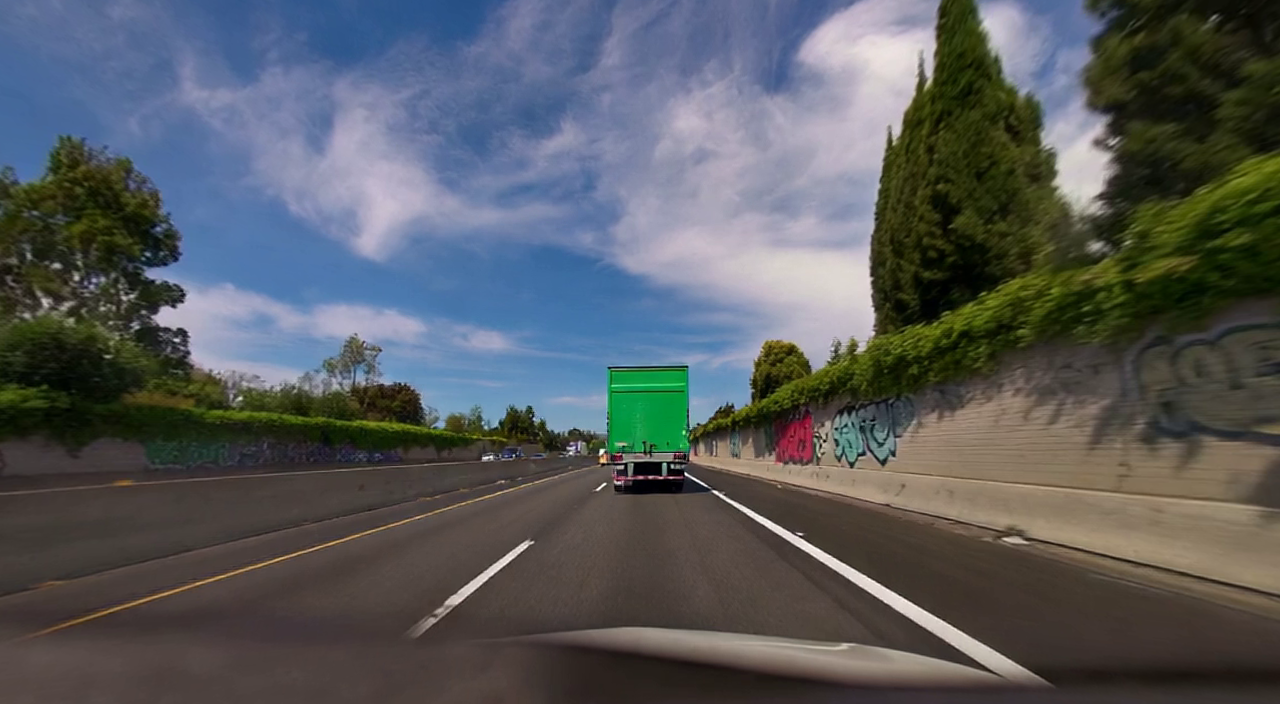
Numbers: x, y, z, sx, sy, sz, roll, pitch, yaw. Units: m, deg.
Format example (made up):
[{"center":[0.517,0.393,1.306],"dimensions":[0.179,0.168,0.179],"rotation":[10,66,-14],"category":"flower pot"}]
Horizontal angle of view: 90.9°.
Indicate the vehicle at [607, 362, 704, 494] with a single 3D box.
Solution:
[{"center":[0.320,3.055,24.125],"dimensions":[2.900,3.955,10.151],"rotation":[0,-9,-1],"category":"vehicle"}]
